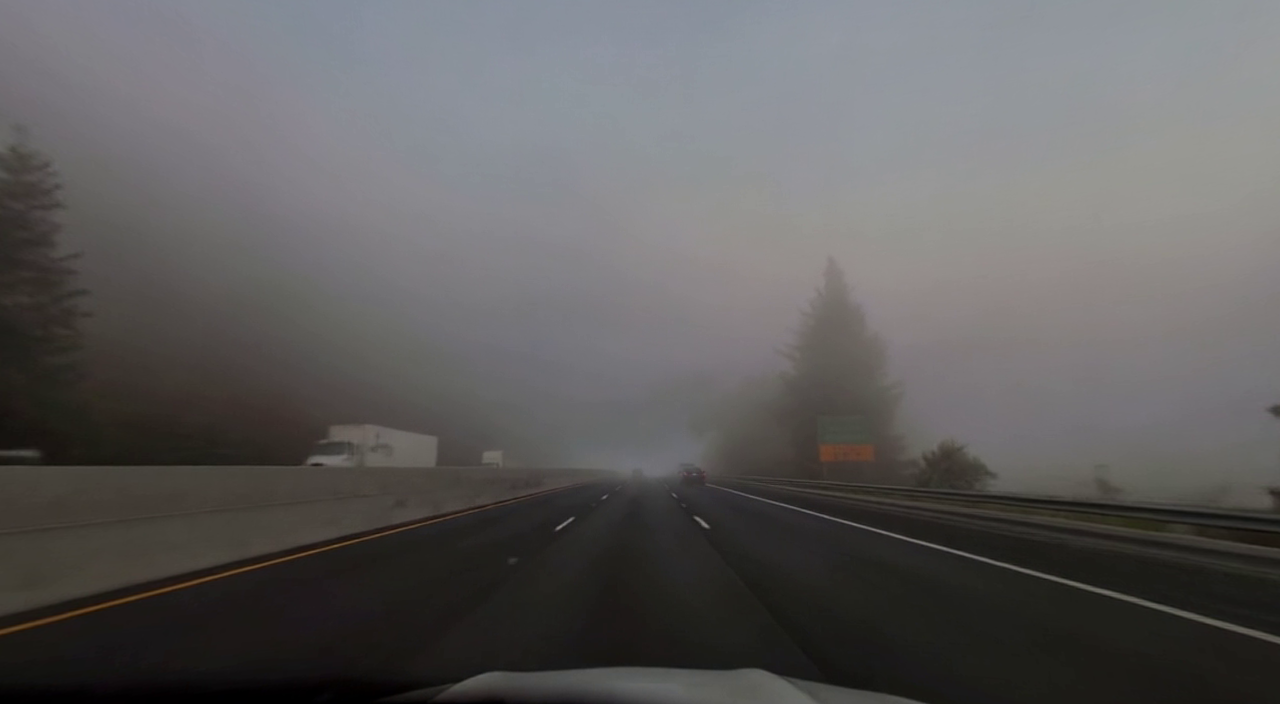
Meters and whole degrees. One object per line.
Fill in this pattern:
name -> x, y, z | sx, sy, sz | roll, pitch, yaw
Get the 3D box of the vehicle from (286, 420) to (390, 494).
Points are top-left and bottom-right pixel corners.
vehicle -> -17.769, 6.270, 37.622 | 3.019, 3.988, 5.836 | 1, -10, 1

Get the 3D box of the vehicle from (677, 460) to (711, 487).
vehicle -> 4.027, 9.232, 47.983 | 2.093, 1.933, 4.623 | 1, -10, -1
